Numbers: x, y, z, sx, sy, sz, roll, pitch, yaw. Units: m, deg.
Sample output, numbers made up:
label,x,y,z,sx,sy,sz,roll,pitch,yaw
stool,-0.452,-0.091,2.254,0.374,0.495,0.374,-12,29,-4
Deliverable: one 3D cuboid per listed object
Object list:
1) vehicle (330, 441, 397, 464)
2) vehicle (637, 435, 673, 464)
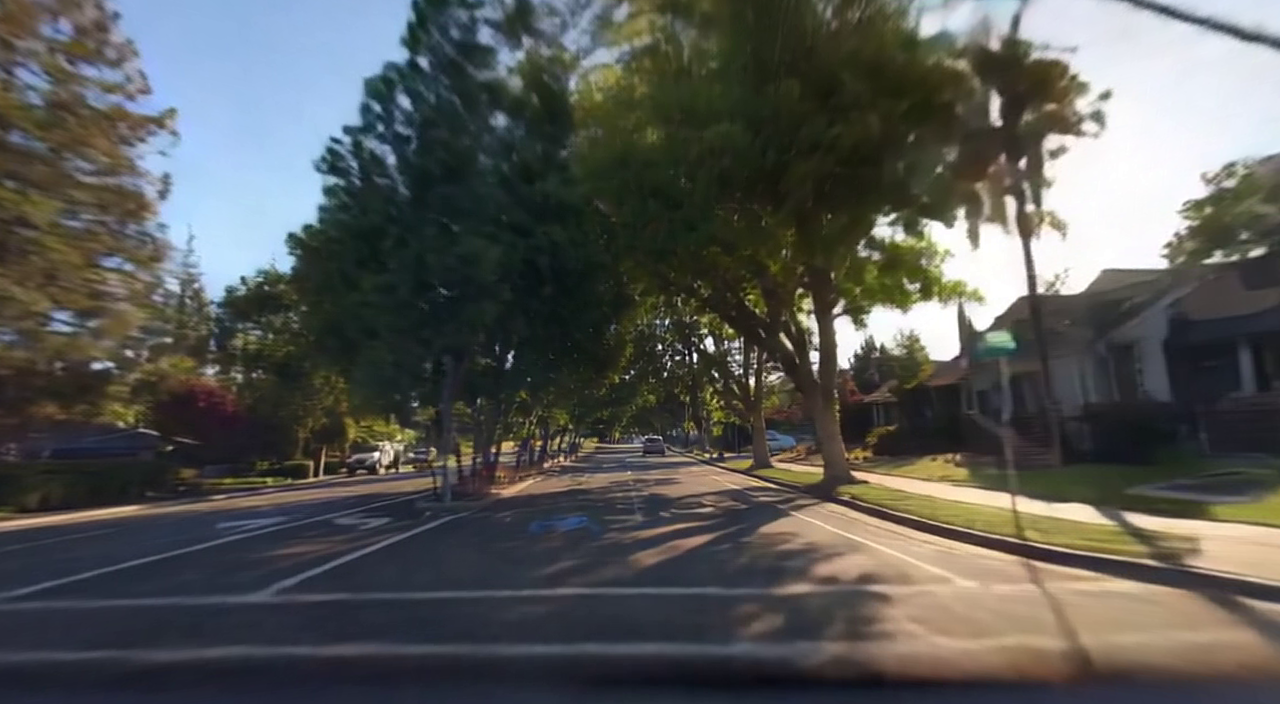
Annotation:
label,x,y,z,sx,sy,sz,roll,pitch,yaw
vehicle,-20.939,7.634,47.966,4.206,1.721,1.807,0,-8,0
vehicle,0.940,6.496,42.148,2.215,1.799,4.426,0,-8,-1
